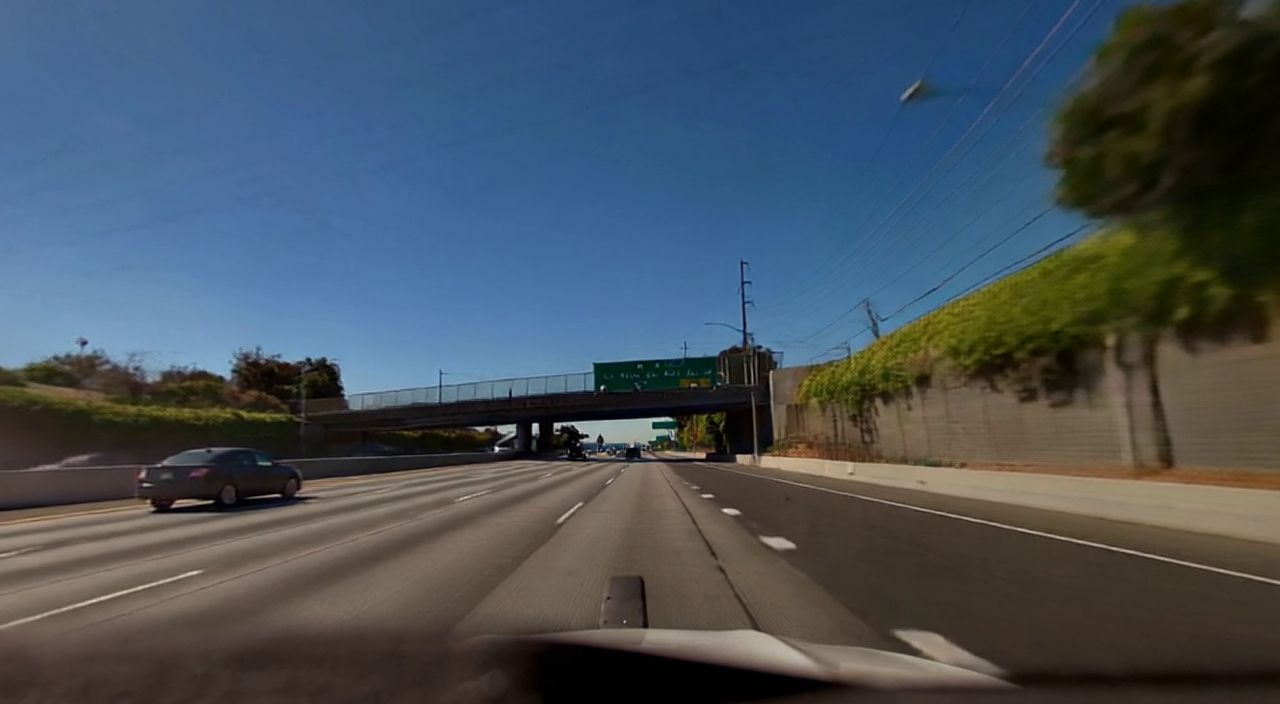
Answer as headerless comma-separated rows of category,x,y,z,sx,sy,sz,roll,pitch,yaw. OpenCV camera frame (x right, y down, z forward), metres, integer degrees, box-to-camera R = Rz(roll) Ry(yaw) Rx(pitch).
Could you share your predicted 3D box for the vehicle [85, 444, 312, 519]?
vehicle,-10.078,2.931,14.990,2.056,1.476,4.562,-1,-8,1
